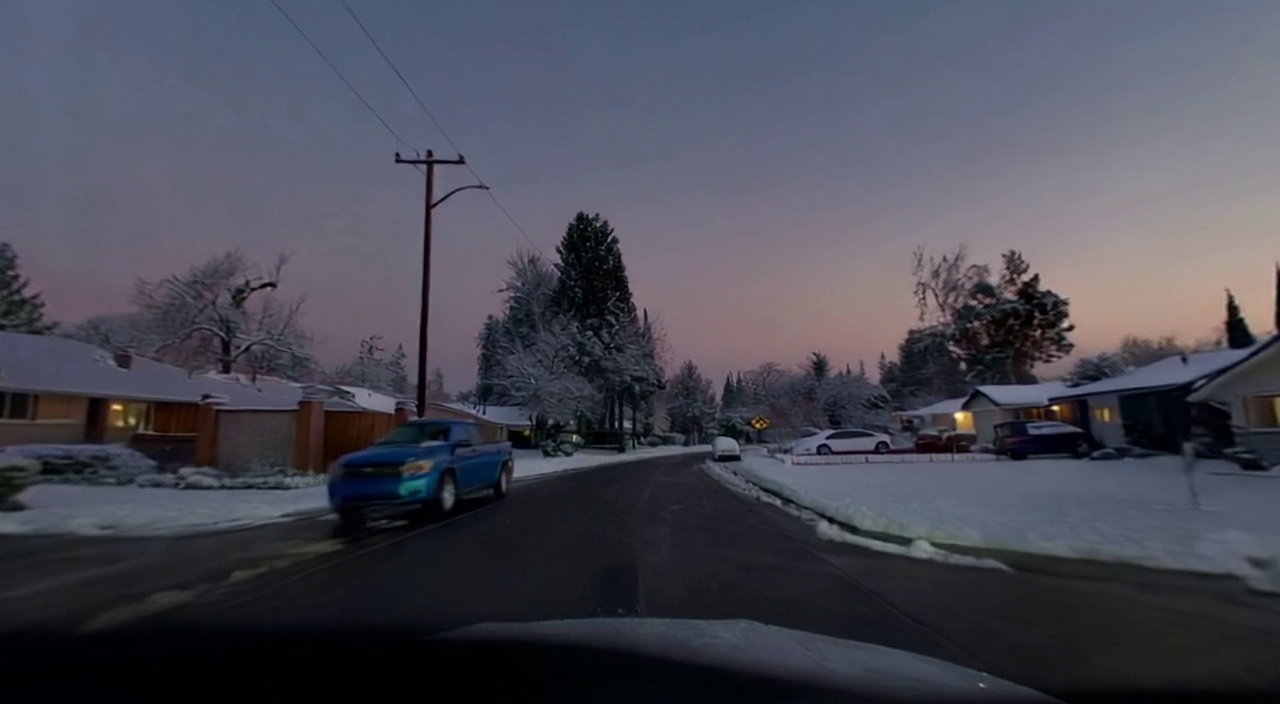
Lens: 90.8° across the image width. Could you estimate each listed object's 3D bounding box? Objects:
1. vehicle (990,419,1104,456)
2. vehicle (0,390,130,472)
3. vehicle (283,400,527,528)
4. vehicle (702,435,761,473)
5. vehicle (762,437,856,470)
[{"bbox_3d":[18.566,3.921,29.023,3.903,1.592,1.921,-1,-7,14],"label":"vehicle"},{"bbox_3d":[-21.111,2.798,22.341,4.119,2.697,2.226,-1,-7,2],"label":"vehicle"},{"bbox_3d":[-4.337,2.285,13.504,2.274,2.008,6.986,0,-9,2],"label":"vehicle"},{"bbox_3d":[4.261,4.845,30.167,2.051,1.676,4.497,0,-9,-1],"label":"vehicle"},{"bbox_3d":[8.319,4.994,31.361,4.057,1.483,1.828,0,-7,-4],"label":"vehicle"}]
